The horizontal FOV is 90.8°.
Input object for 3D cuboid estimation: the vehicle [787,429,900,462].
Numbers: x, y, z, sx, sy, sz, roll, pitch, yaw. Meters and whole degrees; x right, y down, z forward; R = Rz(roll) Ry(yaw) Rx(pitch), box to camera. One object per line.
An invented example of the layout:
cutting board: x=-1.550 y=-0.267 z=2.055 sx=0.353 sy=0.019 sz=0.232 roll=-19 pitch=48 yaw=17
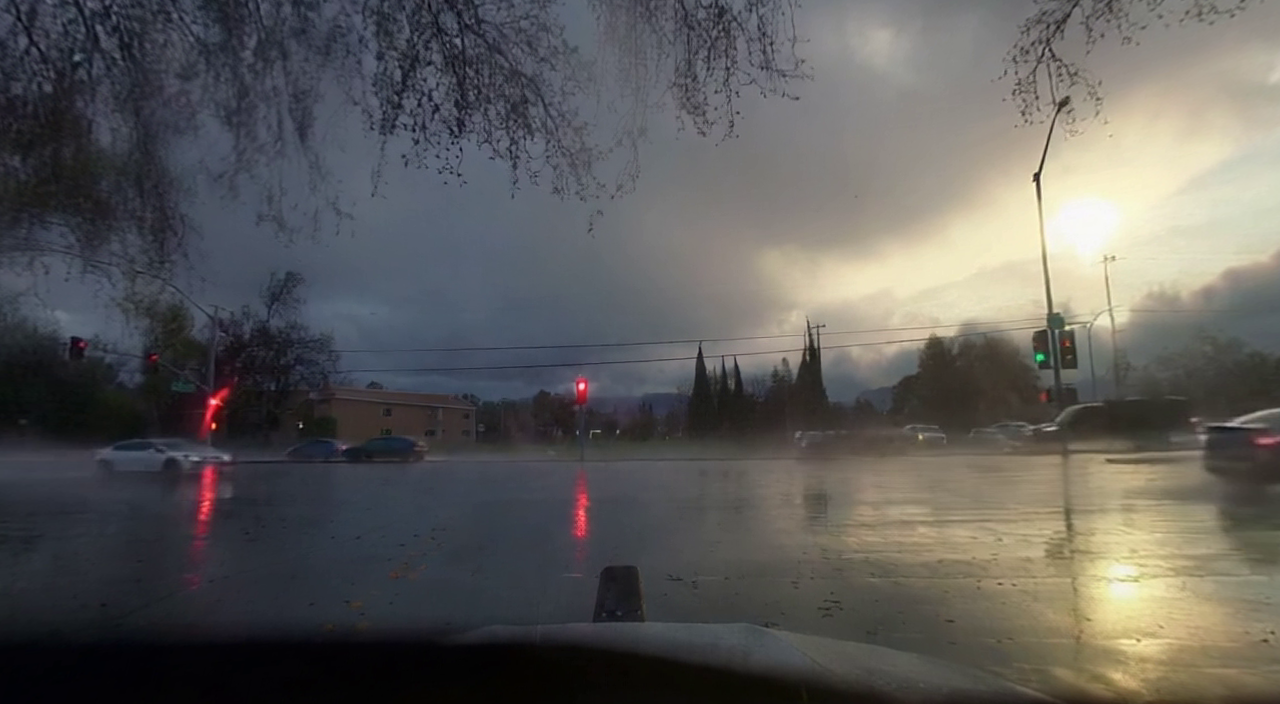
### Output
vehicle: x=9.476 y=4.420 z=29.870 sx=4.860 sy=1.441 sz=1.934 roll=-2 pitch=-9 yaw=12

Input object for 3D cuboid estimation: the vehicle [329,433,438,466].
vehicle: x=-12.920 y=4.942 z=31.971 sx=4.677 sy=1.593 sz=2.029 roll=-2 pitch=-9 yaw=10

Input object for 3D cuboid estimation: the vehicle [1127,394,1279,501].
vehicle: x=11.964 y=1.647 z=10.985 sx=4.959 sy=1.715 sz=2.162 roll=-2 pitch=-9 yaw=11

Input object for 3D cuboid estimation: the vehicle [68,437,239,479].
vehicle: x=-17.617 y=3.829 z=22.995 sx=4.836 sy=1.445 sz=2.057 roll=-1 pitch=-9 yaw=9

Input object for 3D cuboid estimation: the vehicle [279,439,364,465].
vehicle: x=-20.063 y=6.303 z=39.843 sx=4.488 sy=1.536 sz=1.849 roll=-2 pitch=-8 yaw=10

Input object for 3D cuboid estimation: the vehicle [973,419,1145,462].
vehicle: x=15.028 y=3.221 z=22.949 sx=4.749 sy=1.461 sz=1.892 roll=-1 pitch=-9 yaw=9
